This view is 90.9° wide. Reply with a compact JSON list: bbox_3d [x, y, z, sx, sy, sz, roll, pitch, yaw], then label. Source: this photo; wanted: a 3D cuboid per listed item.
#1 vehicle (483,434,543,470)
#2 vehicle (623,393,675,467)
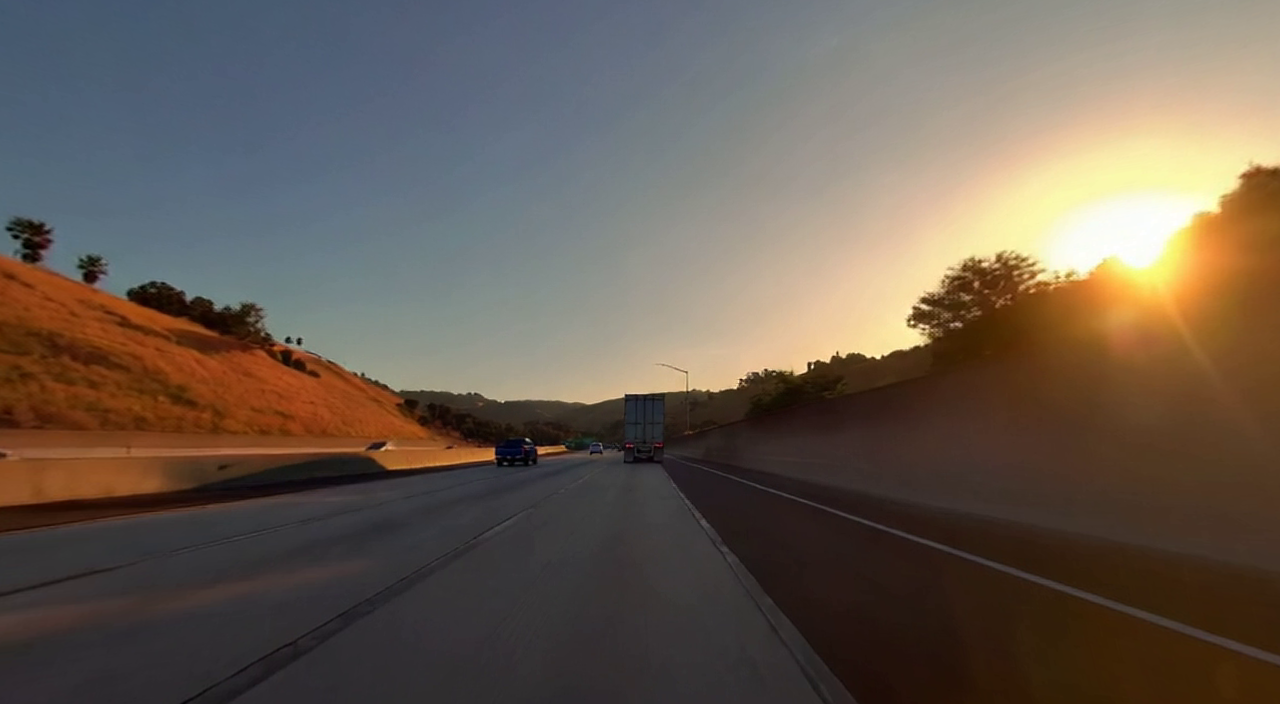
[{"bbox_3d":[-6.994,5.566,35.434,2.113,1.837,5.339,0,-8,1],"label":"vehicle"},{"bbox_3d":[0.578,5.610,44.159,2.951,4.229,15.519,0,-8,0],"label":"vehicle"}]
